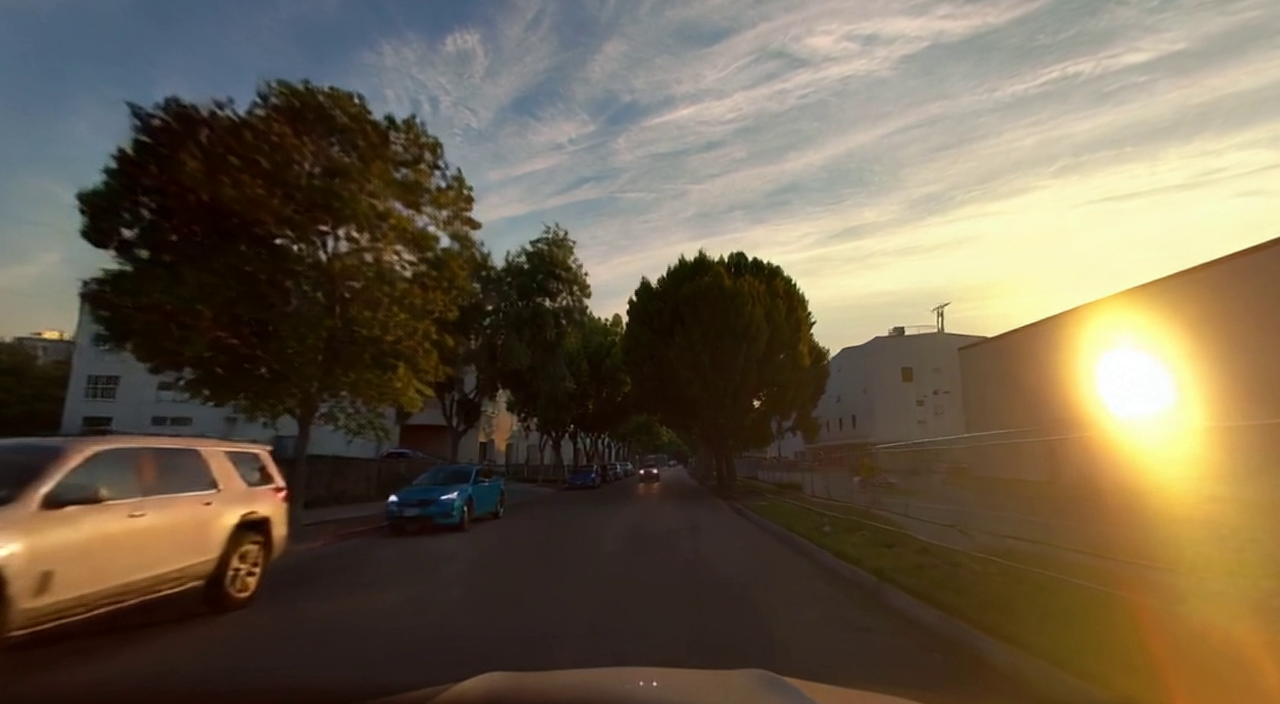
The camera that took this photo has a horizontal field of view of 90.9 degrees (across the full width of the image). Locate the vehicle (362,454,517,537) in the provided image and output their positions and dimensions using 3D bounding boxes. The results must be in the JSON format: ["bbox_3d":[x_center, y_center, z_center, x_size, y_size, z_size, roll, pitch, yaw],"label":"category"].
[{"bbox_3d":[-4.247,3.103,14.126,1.903,1.542,4.115,-1,-10,3],"label":"vehicle"}]

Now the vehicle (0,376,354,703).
[{"bbox_3d":[-4.469,1.314,5.061,2.022,1.776,4.625,-1,-10,2],"label":"vehicle"}]

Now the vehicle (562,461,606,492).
[{"bbox_3d":[-3.068,6.914,35.316,2.011,1.596,3.760,-1,-10,1],"label":"vehicle"}]
